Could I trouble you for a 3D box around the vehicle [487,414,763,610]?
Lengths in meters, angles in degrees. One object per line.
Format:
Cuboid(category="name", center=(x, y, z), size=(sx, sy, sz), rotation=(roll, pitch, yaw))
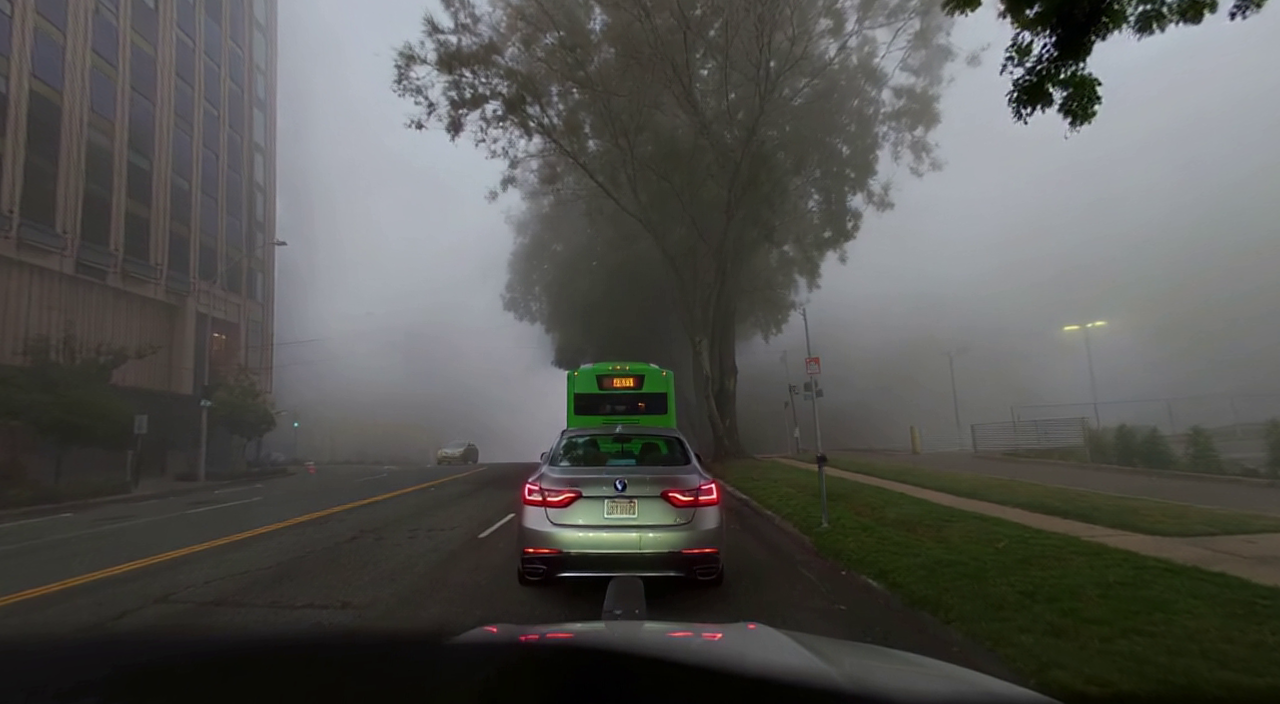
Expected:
Cuboid(category="vehicle", center=(-0.157, 1.465, 6.749), size=(2.064, 1.452, 3.942), rotation=(0, -8, -1))
